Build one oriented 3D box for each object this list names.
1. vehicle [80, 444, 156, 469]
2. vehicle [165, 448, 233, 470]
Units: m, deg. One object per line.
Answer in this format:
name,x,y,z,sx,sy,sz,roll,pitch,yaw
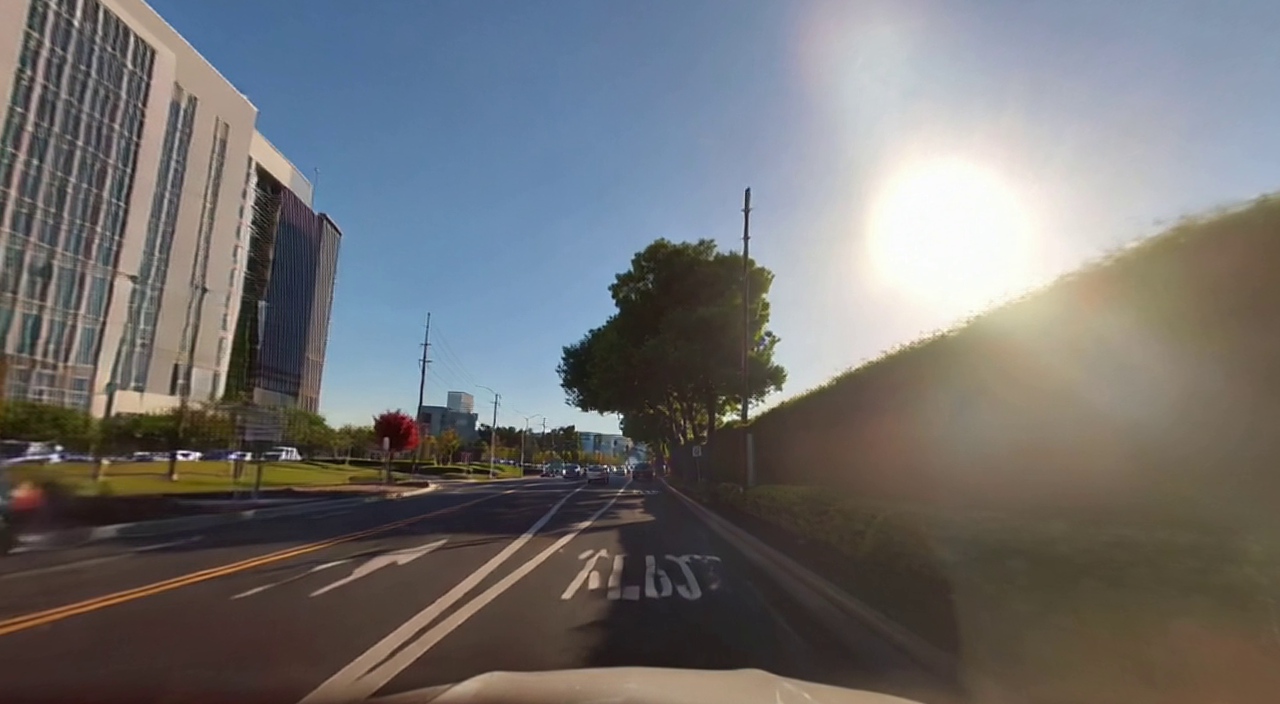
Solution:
vehicle,-32.677,6.541,39.318,3.977,1.439,1.775,-3,-11,20
vehicle,-30.846,7.479,43.967,3.795,1.474,1.828,-3,-11,19
